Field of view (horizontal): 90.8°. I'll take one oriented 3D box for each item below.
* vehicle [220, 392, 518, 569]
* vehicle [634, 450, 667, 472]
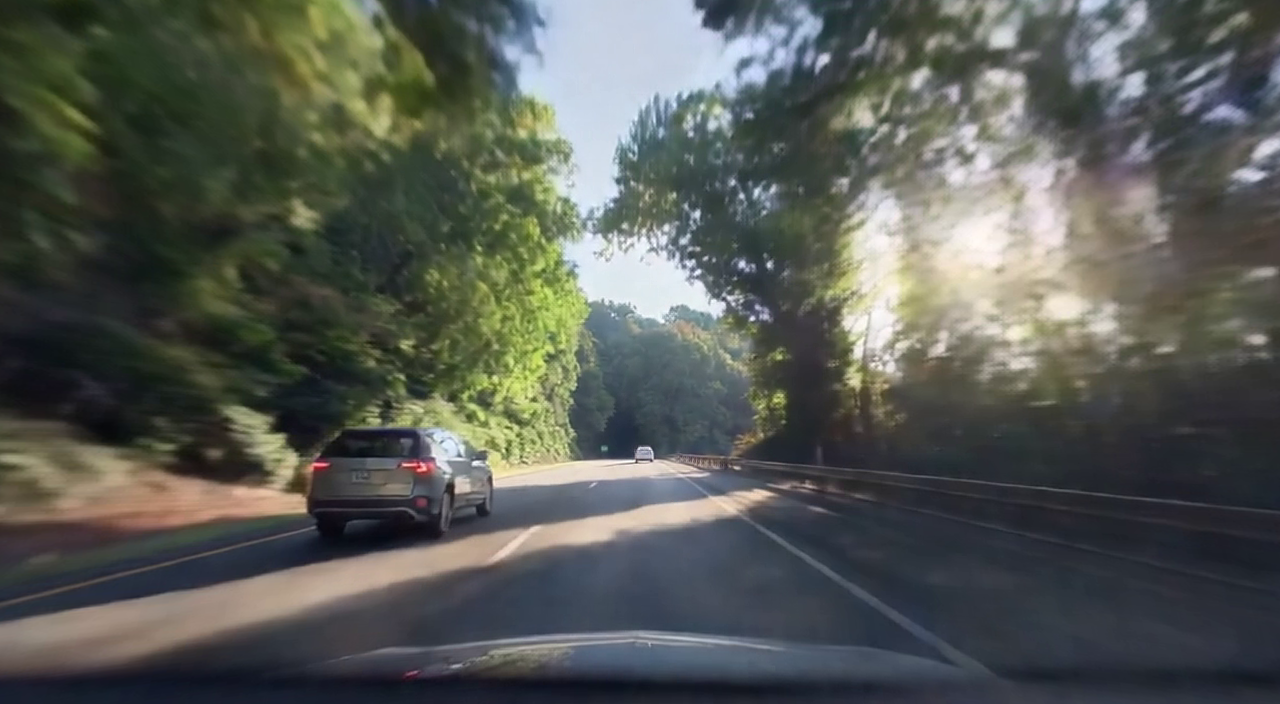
[{"bbox_3d":[-3.642,1.865,9.886,2.418,2.049,4.930,0,-9,0],"label":"vehicle"},{"bbox_3d":[0.653,7.414,43.125,2.046,1.452,4.407,0,-9,-2],"label":"vehicle"}]
